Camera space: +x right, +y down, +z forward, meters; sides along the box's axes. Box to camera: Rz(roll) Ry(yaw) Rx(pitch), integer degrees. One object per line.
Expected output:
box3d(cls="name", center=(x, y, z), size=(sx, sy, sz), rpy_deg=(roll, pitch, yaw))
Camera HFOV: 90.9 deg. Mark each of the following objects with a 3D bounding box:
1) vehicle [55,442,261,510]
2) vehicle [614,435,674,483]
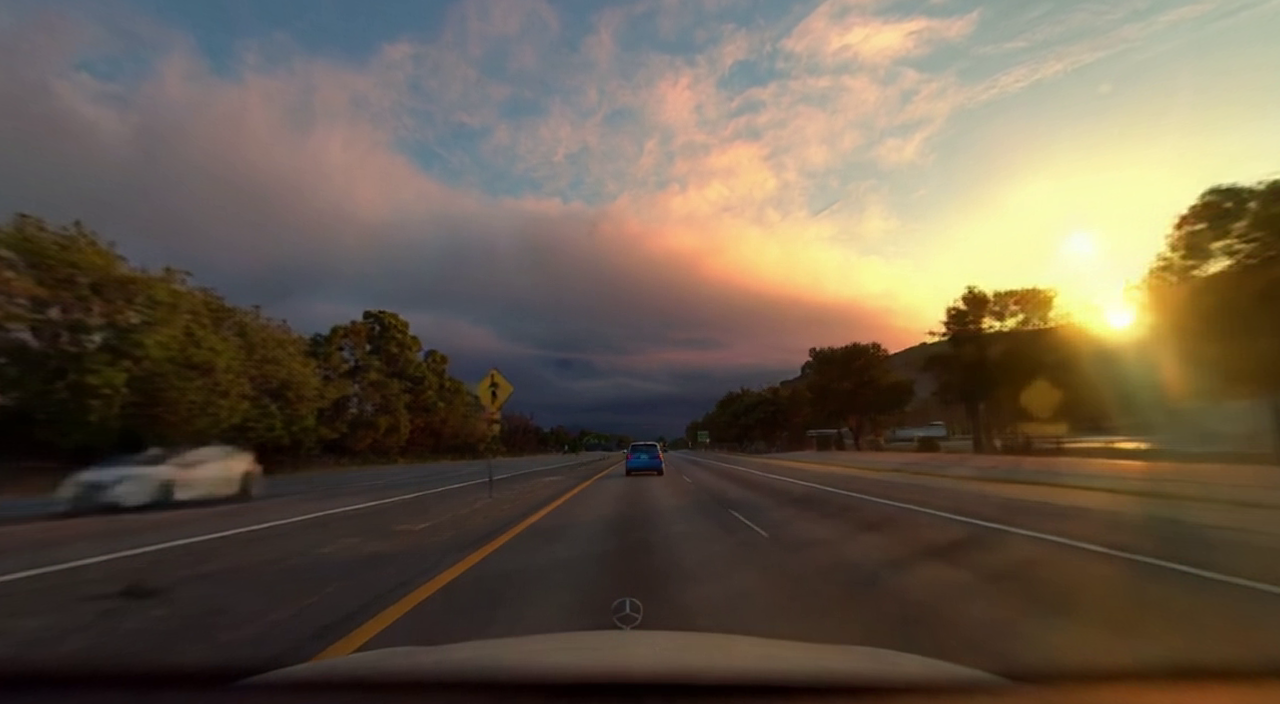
box3d(cls="vehicle", center=(-12.124, 3.129, 16.331), size=(1.847, 1.486, 4.383), rpy_deg=(0, -9, 0))
box3d(cls="vehicle", center=(0.157, 4.197, 24.936), size=(2.190, 1.706, 4.062), rpy_deg=(0, -9, 0))
